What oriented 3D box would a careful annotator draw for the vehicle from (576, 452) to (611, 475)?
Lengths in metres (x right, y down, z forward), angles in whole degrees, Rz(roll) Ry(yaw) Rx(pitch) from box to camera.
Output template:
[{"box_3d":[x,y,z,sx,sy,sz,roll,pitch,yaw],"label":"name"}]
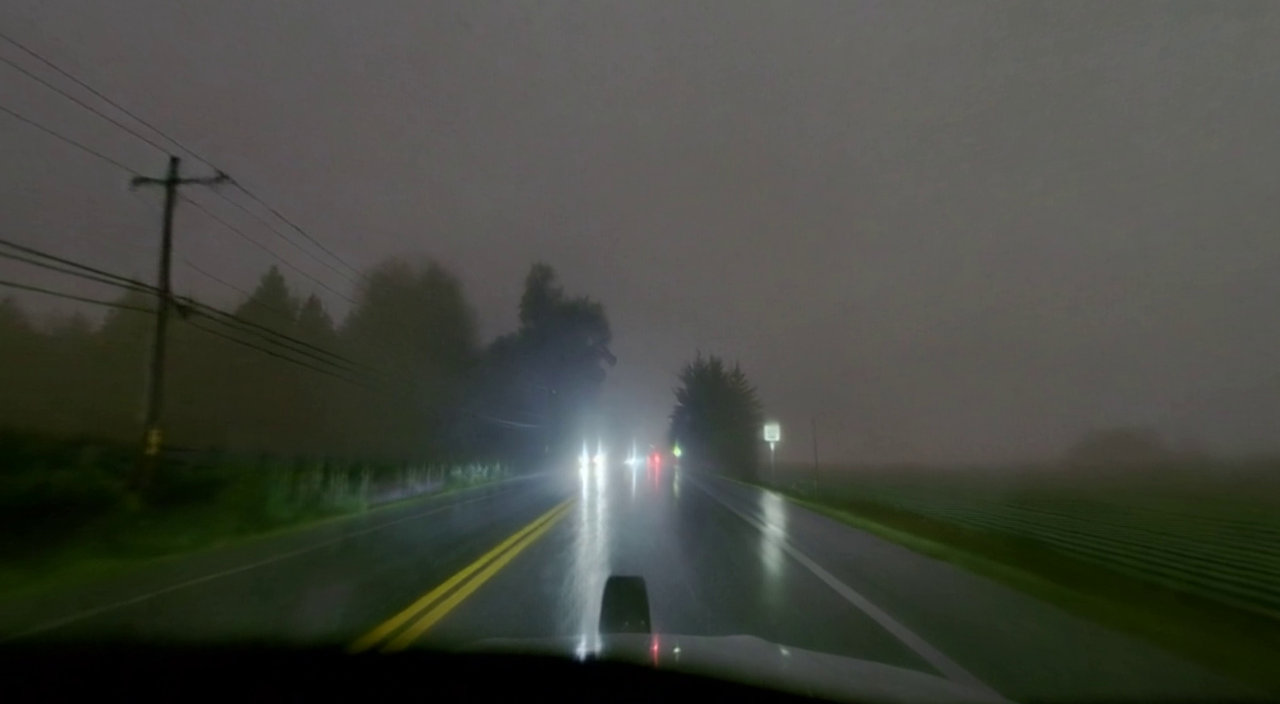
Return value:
[{"box_3d":[-3.196,7.837,44.414,1.937,1.473,4.570,-1,-8,2],"label":"vehicle"}]
